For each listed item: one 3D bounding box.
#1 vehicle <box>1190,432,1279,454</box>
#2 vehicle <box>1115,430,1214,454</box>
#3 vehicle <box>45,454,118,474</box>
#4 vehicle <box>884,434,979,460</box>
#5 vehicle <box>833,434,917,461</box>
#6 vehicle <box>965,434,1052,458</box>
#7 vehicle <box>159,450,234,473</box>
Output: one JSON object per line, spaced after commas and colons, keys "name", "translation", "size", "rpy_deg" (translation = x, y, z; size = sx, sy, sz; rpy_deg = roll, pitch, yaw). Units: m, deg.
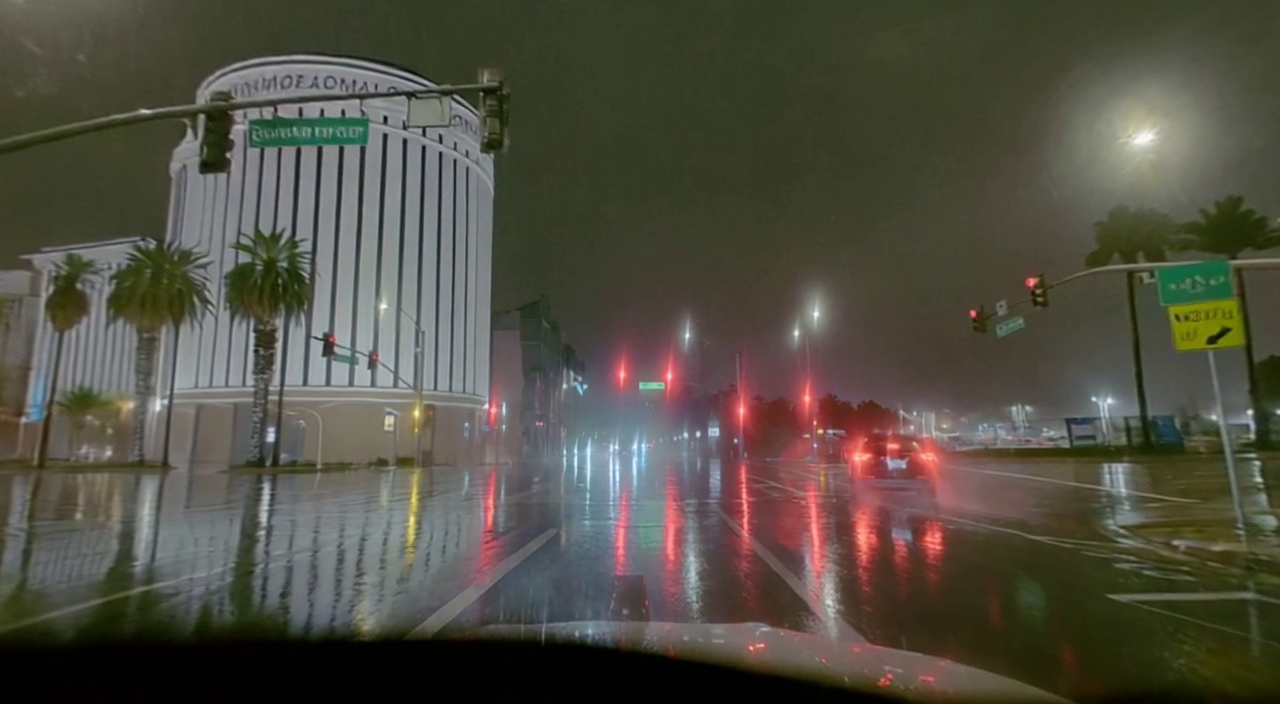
{"name": "vehicle", "translation": [42.295, 6.483, 44.878], "size": [4.437, 1.469, 1.811], "rpy_deg": [0, -8, 0]}
{"name": "vehicle", "translation": [33.357, 5.759, 40.178], "size": [4.567, 1.458, 1.791], "rpy_deg": [0, -8, 2]}
{"name": "vehicle", "translation": [-41.516, 8.326, 46.918], "size": [3.698, 1.467, 1.779], "rpy_deg": [0, -8, 1]}
{"name": "vehicle", "translation": [17.087, 5.581, 37.133], "size": [4.684, 1.461, 1.777], "rpy_deg": [0, -8, -1]}
{"name": "vehicle", "translation": [15.205, 6.167, 40.863], "size": [4.648, 1.665, 1.910], "rpy_deg": [0, -8, -1]}
{"name": "vehicle", "translation": [23.703, 6.047, 40.604], "size": [4.423, 1.465, 1.798], "rpy_deg": [0, -8, 1]}
{"name": "vehicle", "translation": [-32.967, 8.117, 46.867], "size": [4.136, 1.661, 1.857], "rpy_deg": [0, -8, 1]}
